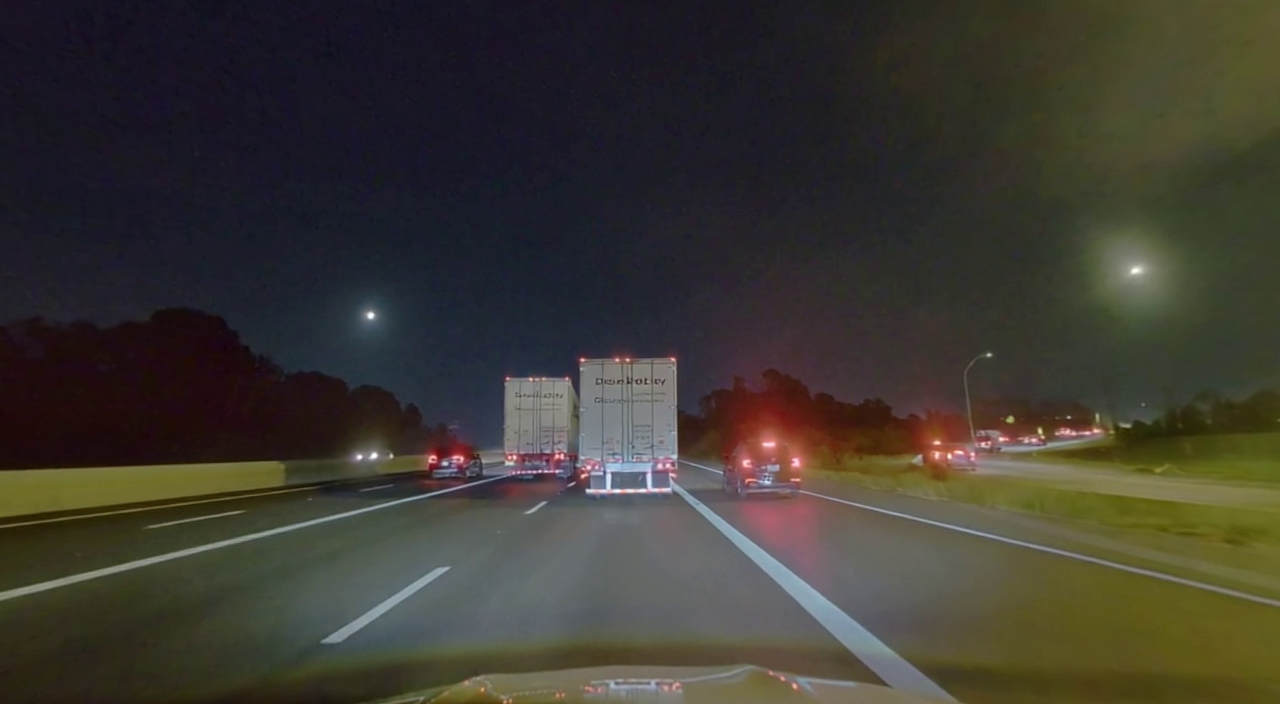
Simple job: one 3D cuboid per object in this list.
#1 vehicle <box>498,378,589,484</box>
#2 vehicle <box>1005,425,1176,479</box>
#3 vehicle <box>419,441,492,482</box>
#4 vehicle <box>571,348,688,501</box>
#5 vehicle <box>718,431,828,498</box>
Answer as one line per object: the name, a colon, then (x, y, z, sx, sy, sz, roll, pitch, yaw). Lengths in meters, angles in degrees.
vehicle: (-4.234, 3.933, 30.475, 2.888, 4.154, 10.960, 0, -9, -1)
vehicle: (16.665, 3.751, 23.937, 2.128, 1.783, 5.718, 0, -9, -2)
vehicle: (-8.300, 4.965, 28.883, 2.017, 1.694, 4.420, 0, -9, -1)
vehicle: (-0.332, 2.526, 20.829, 2.910, 3.828, 9.805, 0, -9, -1)
vehicle: (3.792, 3.306, 18.978, 2.136, 1.753, 4.644, 0, -9, -2)
